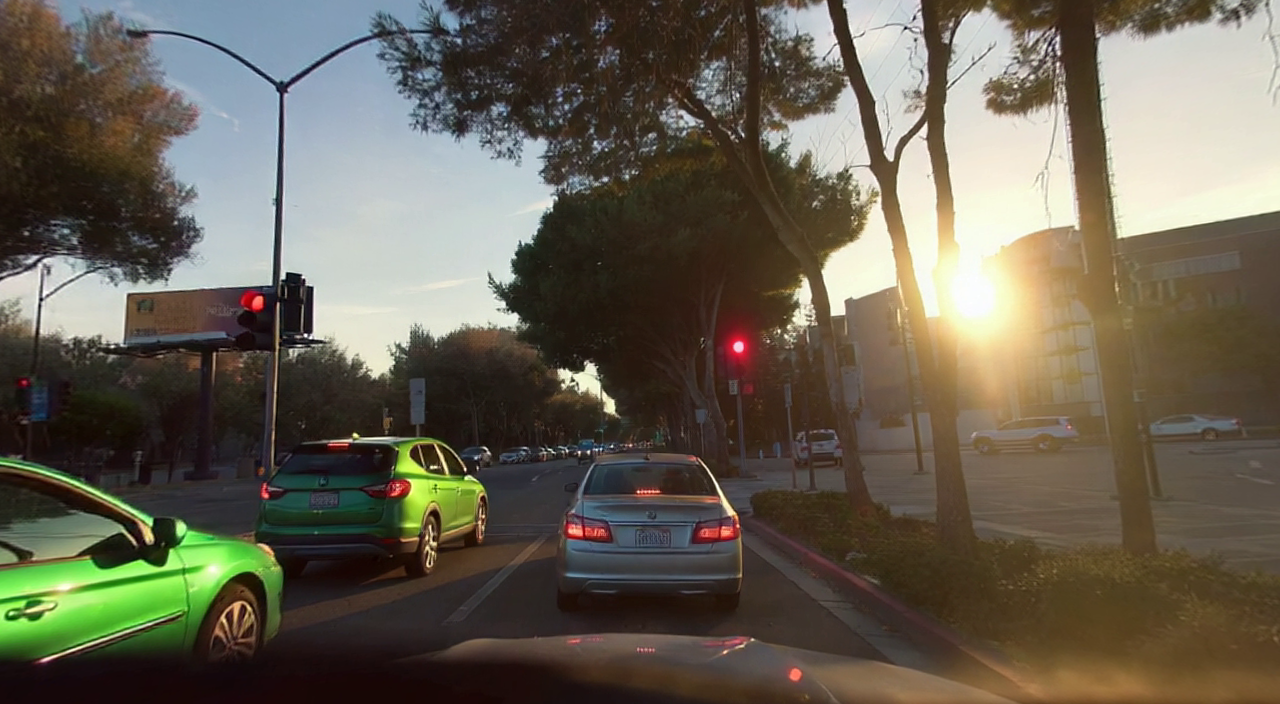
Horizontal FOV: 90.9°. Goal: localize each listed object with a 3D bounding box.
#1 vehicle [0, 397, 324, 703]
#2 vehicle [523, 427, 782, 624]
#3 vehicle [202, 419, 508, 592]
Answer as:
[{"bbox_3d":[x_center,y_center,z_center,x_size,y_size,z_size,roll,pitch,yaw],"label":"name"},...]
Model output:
[{"bbox_3d":[-3.151,0.963,2.414,1.808,1.520,3.846,-1,-9,1],"label":"vehicle"},{"bbox_3d":[0.030,1.596,6.627,1.977,1.467,3.474,0,-9,-2],"label":"vehicle"},{"bbox_3d":[-3.171,1.791,8.140,1.950,1.628,4.082,-1,-9,1],"label":"vehicle"}]
